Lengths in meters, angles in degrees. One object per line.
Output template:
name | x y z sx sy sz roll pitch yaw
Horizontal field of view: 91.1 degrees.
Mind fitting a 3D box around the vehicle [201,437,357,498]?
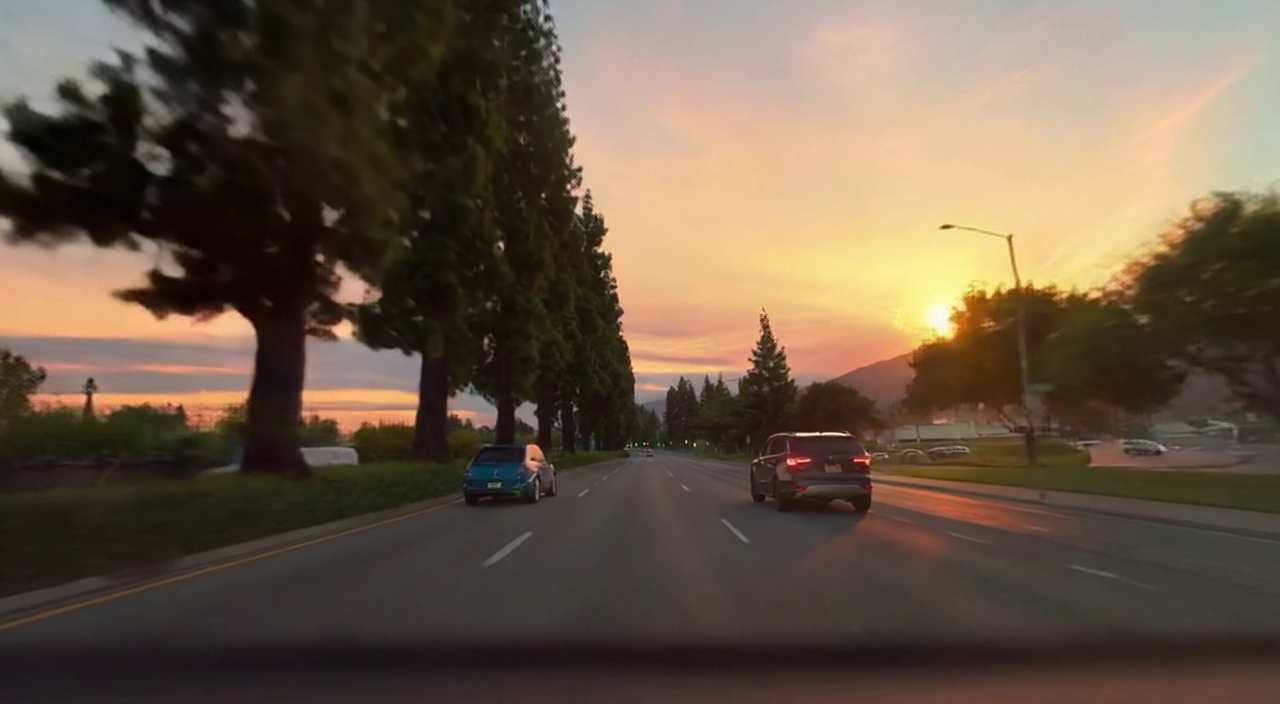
vehicle | -19.478 6.256 34.923 2.891 2.907 9.406 0 -9 1

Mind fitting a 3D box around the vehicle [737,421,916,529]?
vehicle | 3.481 2.422 12.966 2.087 1.759 5.040 0 -9 -1

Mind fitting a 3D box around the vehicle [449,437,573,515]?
vehicle | -2.961 2.948 15.457 2.025 1.635 4.293 0 -9 2
